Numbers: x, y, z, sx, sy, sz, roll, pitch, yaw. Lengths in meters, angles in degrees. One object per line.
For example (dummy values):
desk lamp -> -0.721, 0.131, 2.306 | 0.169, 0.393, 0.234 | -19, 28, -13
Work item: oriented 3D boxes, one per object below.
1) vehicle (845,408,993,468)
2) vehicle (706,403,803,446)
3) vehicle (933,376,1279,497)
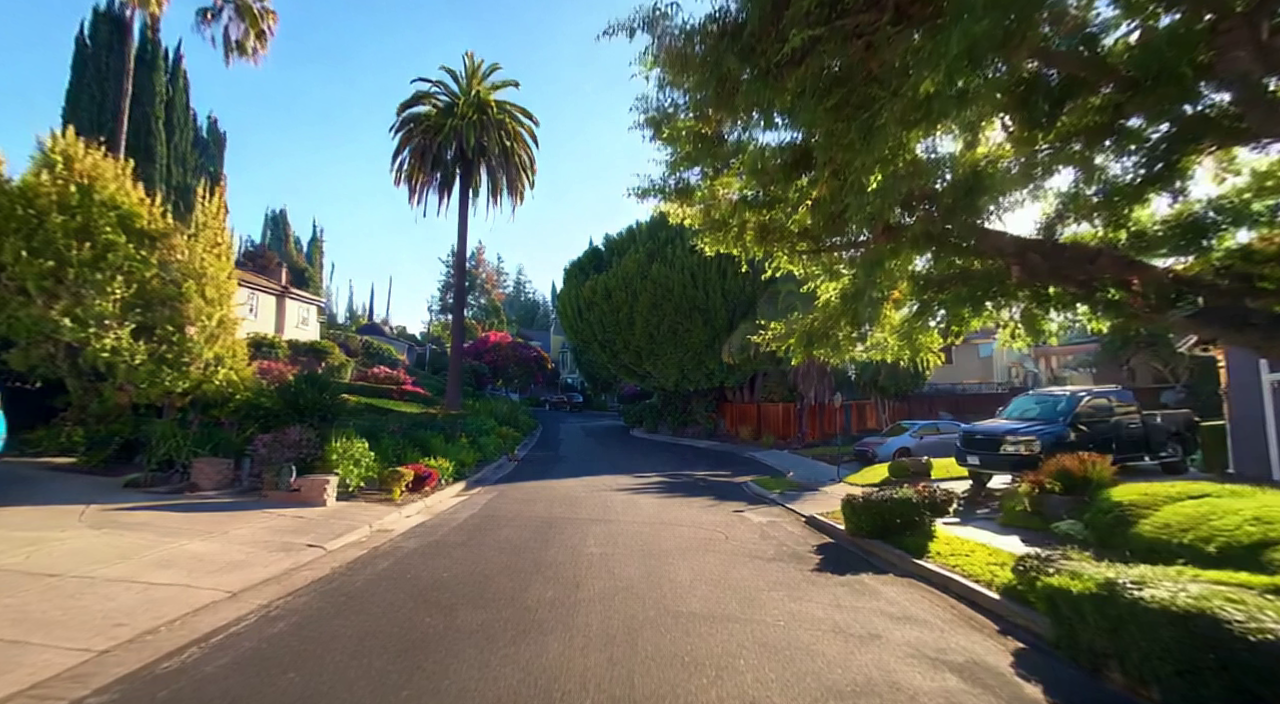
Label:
vehicle -> 10.223, 3.151, 23.186 | 4.443, 1.948, 2.230 | 1, -9, -17
vehicle -> 7.021, 4.501, 38.432 | 5.663, 1.913, 2.170 | 9, -14, -26
vehicle -> 9.967, 1.826, 13.501 | 6.615, 2.137, 2.578 | 3, -9, -19
